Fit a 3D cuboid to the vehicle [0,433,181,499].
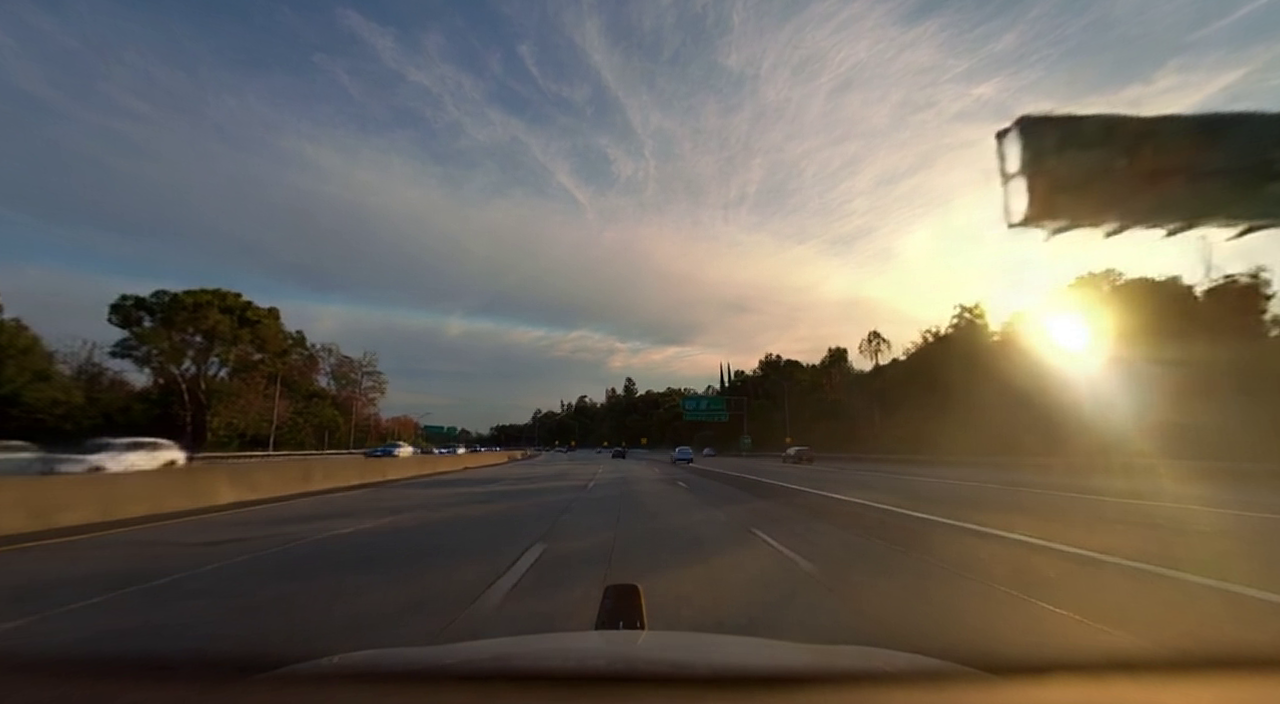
[{"bbox_3d":[-19.897,4.052,22.697,2.374,2.041,5.885,0,-9,-2],"label":"vehicle"}]
